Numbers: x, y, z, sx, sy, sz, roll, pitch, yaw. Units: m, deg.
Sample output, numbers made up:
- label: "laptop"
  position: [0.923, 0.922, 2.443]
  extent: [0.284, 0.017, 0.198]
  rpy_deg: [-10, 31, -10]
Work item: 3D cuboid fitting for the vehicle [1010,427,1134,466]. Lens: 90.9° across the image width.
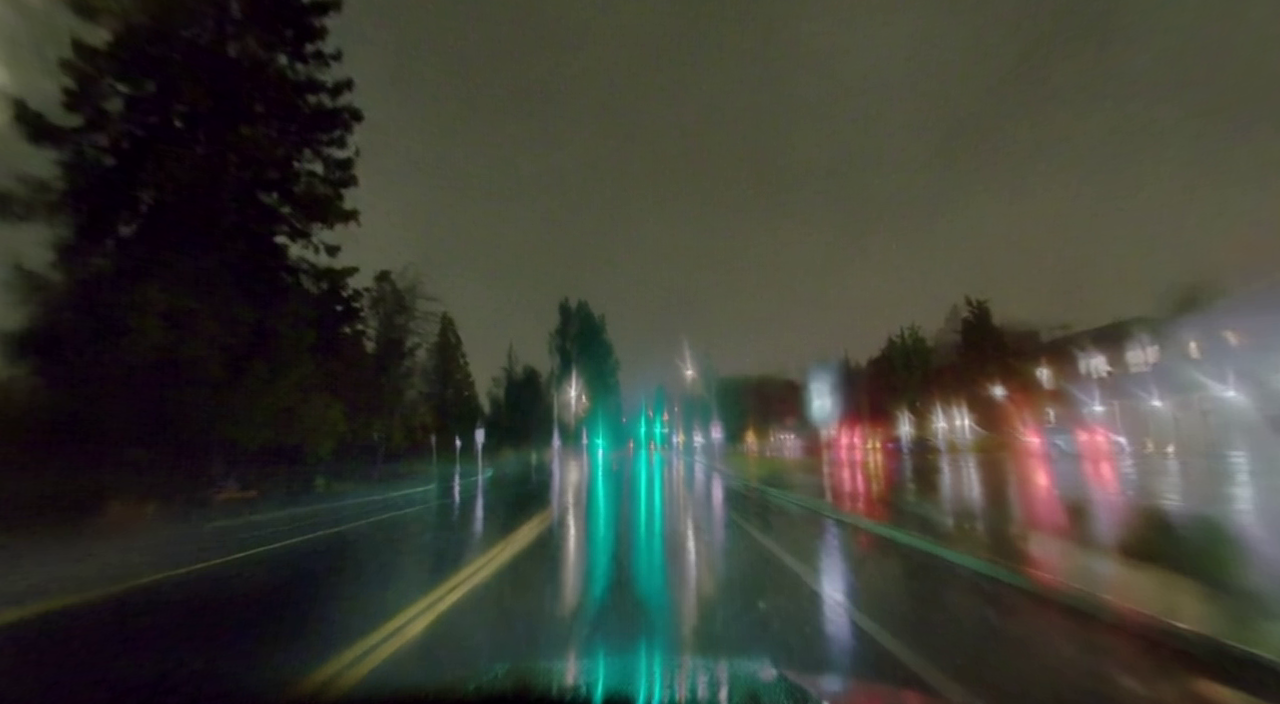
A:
- label: "vehicle"
  position: [20.216, 4.452, 29.658]
  extent: [4.151, 1.730, 2.131]
  rpy_deg: [0, -9, 3]
